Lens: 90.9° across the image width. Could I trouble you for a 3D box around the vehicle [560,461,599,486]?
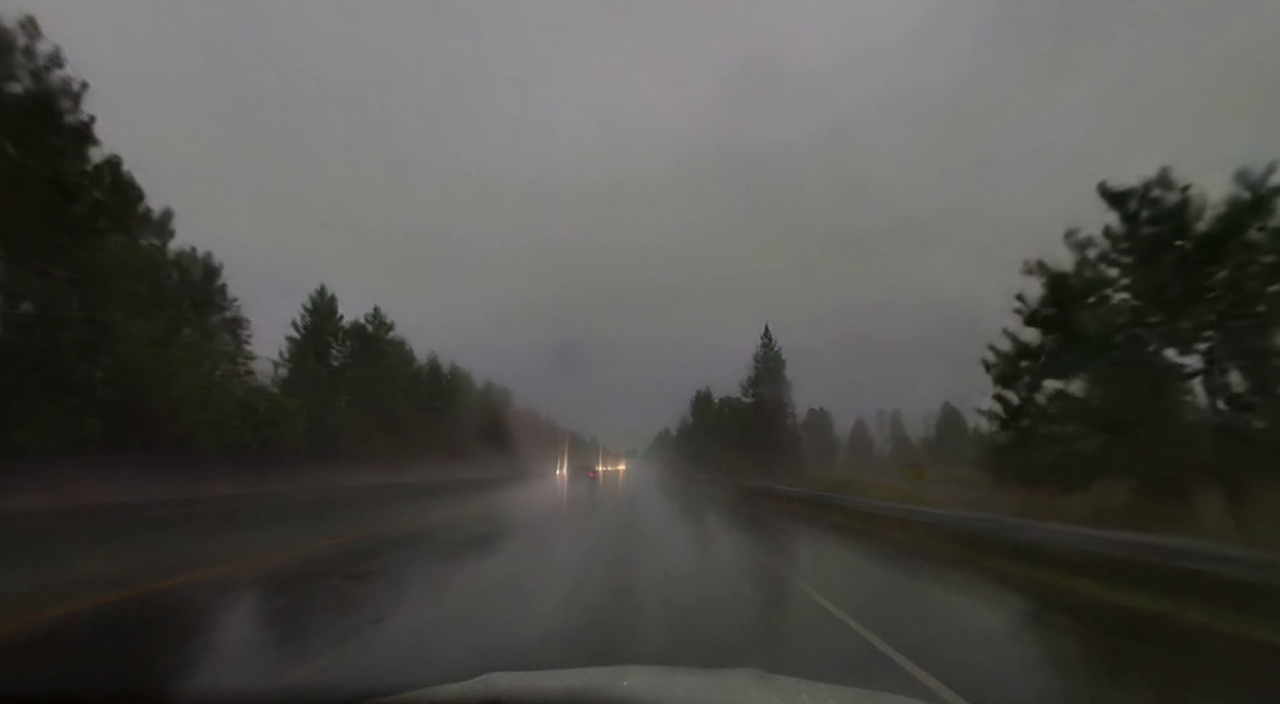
[{"bbox_3d":[-4.088,8.348,43.456,2.180,1.618,4.219,1,-10,1],"label":"vehicle"}]
